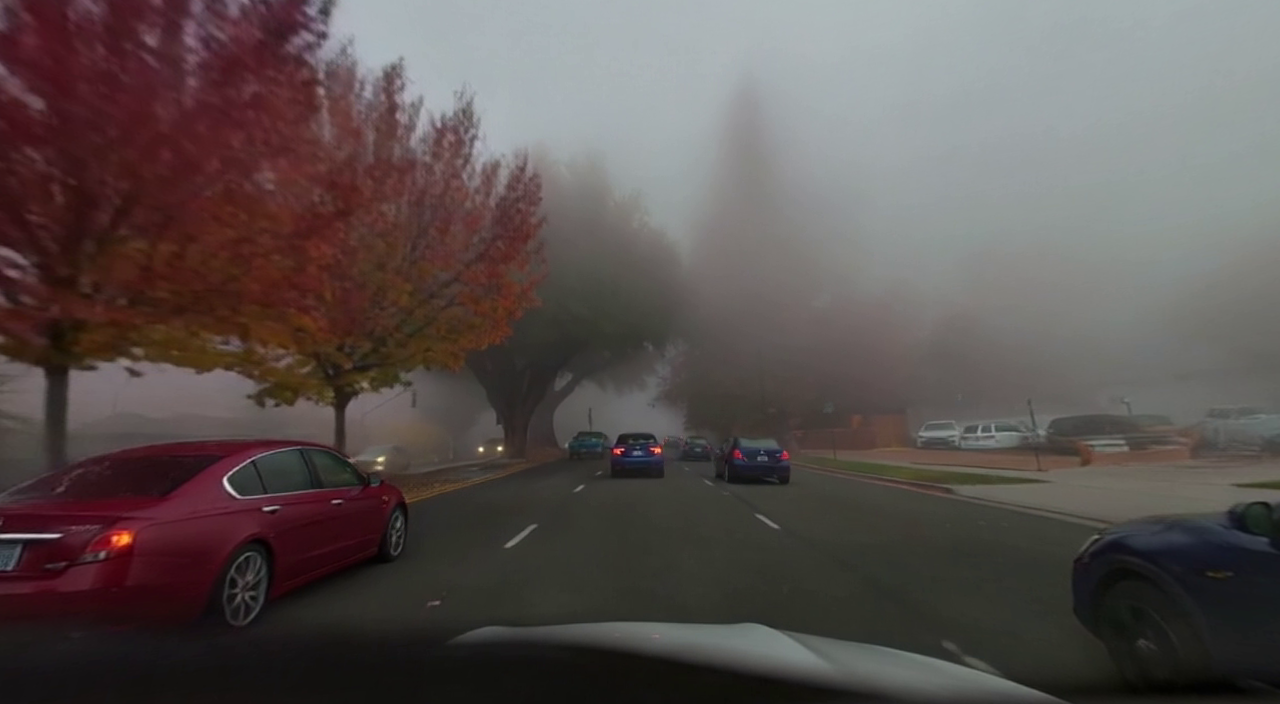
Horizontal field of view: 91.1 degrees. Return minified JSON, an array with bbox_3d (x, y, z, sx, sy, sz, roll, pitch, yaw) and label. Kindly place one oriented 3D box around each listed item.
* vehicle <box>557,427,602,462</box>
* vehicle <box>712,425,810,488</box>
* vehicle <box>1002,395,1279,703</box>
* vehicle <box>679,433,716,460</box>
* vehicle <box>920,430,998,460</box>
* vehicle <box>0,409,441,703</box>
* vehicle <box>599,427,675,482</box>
[{"bbox_3d":[-3.710,5.835,39.476,2.246,2.062,5.123,0,-8,1],"label":"vehicle"},{"bbox_3d":[3.527,3.148,19.187,2.019,1.675,4.488,0,-8,-1],"label":"vehicle"},{"bbox_3d":[3.394,0.826,1.791,2.060,1.474,4.475,0,-8,0],"label":"vehicle"},{"bbox_3d":[3.835,6.399,42.506,2.067,1.687,4.163,0,-8,-1],"label":"vehicle"},{"bbox_3d":[17.718,5.248,35.094,1.767,1.400,4.107,-3,-10,-7],"label":"vehicle"},{"bbox_3d":[-3.514,1.368,5.457,1.997,1.479,4.547,0,-8,1],"label":"vehicle"},{"bbox_3d":[-0.098,3.420,21.199,2.293,1.662,4.262,0,-8,-1],"label":"vehicle"}]
